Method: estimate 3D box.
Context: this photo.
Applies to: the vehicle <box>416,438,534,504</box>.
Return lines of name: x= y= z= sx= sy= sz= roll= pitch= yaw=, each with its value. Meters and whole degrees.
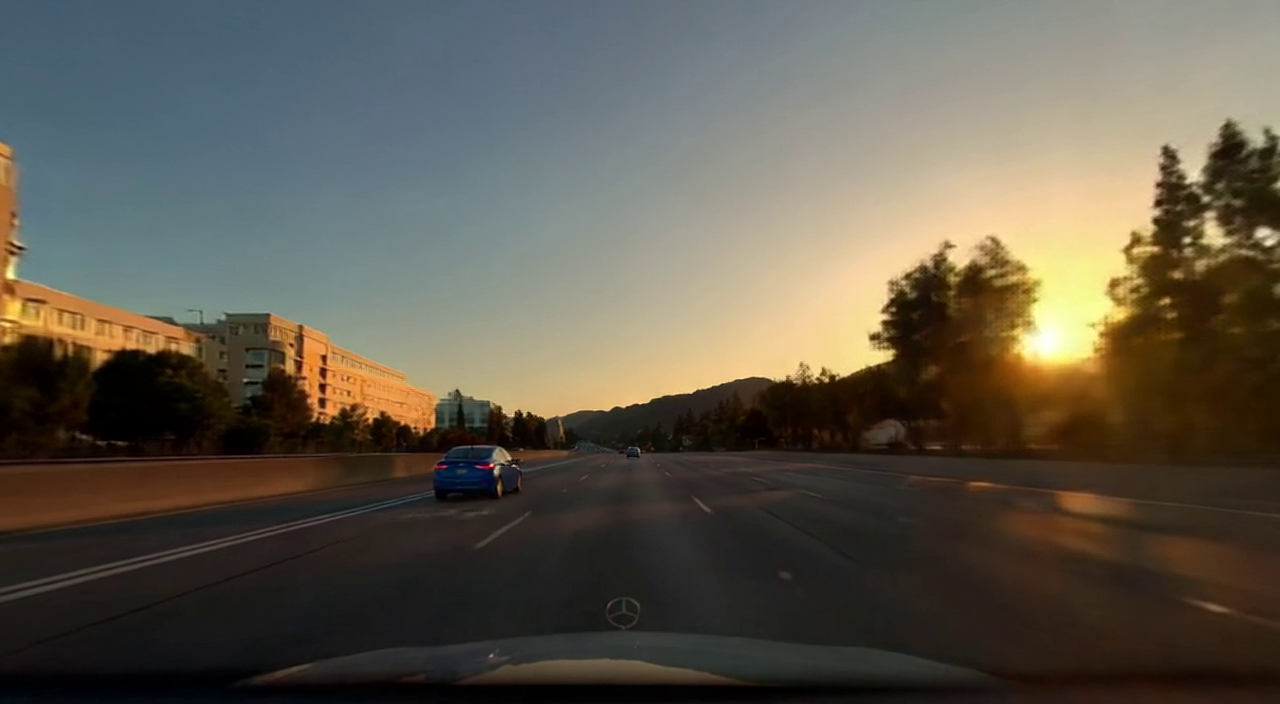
vehicle: x=-4.149 y=3.049 z=16.684 sx=1.900 sy=1.492 sz=4.495 roll=0 pitch=-9 yaw=0
